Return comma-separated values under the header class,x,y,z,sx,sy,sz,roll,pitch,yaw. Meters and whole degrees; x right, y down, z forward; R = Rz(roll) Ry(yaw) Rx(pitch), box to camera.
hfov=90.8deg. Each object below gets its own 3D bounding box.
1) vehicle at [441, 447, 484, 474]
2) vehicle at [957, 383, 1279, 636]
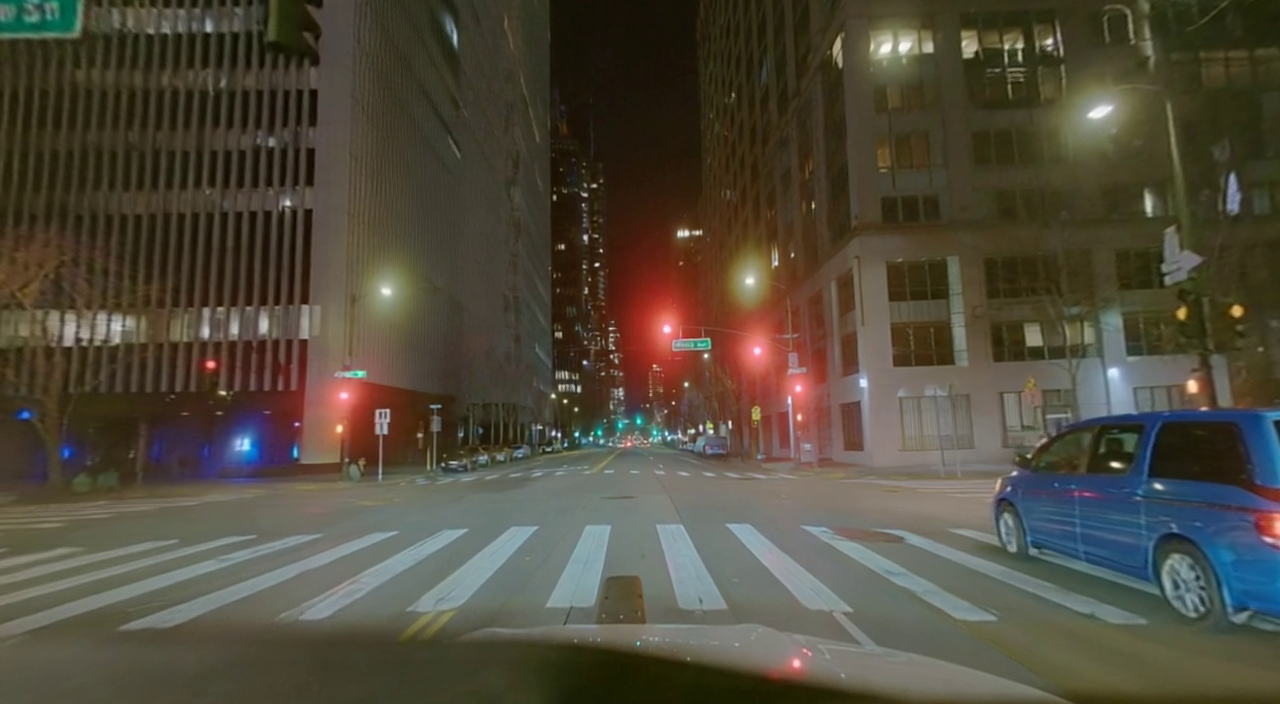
class,x,y,z,sx,sy,sz,roll,pitch,yaw
vehicle,-12.419,7.568,44.456,1.935,1.639,4.244,-3,-8,-2
vehicle,5.577,1.399,6.362,2.070,1.804,4.881,0,-8,-2
